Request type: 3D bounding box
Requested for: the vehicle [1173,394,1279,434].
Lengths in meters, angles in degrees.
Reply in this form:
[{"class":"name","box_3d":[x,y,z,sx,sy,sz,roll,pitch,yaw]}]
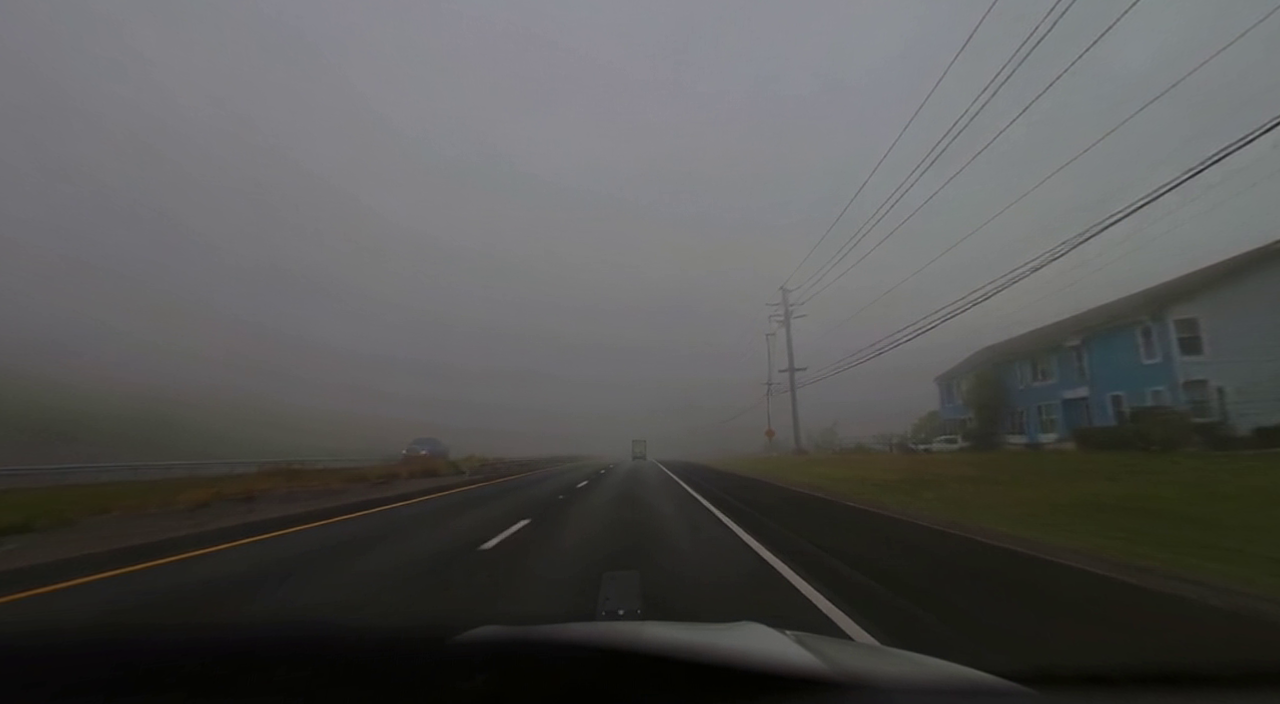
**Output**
[{"class":"vehicle","box_3d":[28.126,2.997,29.943,1.887,1.623,4.203,0,-9,2]}]
